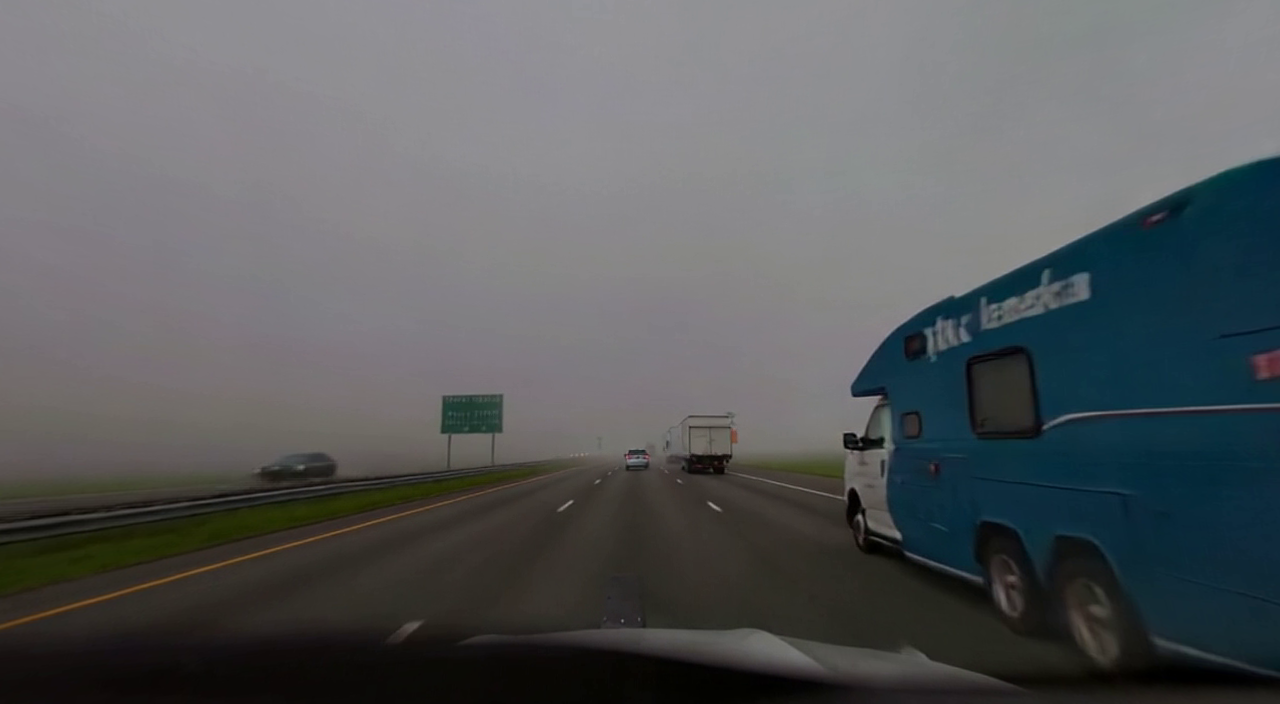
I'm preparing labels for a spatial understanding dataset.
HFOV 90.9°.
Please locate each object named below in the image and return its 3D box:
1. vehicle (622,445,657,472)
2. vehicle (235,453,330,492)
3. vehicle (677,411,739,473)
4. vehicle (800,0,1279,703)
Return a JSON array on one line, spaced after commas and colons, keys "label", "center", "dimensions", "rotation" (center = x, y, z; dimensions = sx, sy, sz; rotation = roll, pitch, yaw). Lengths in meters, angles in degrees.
[{"label": "vehicle", "center": [-0.036, 6.997, 41.600], "dimensions": [2.151, 1.678, 3.923], "rotation": [0, -9, 0]}, {"label": "vehicle", "center": [-15.431, 5.192, 27.458], "dimensions": [1.767, 1.499, 3.962], "rotation": [0, -9, 0]}, {"label": "vehicle", "center": [4.106, 5.782, 40.153], "dimensions": [2.931, 3.530, 8.760], "rotation": [0, -9, -1]}, {"label": "vehicle", "center": [3.648, 0.495, 4.934], "dimensions": [2.698, 3.001, 7.323], "rotation": [0, -9, -1]}]
